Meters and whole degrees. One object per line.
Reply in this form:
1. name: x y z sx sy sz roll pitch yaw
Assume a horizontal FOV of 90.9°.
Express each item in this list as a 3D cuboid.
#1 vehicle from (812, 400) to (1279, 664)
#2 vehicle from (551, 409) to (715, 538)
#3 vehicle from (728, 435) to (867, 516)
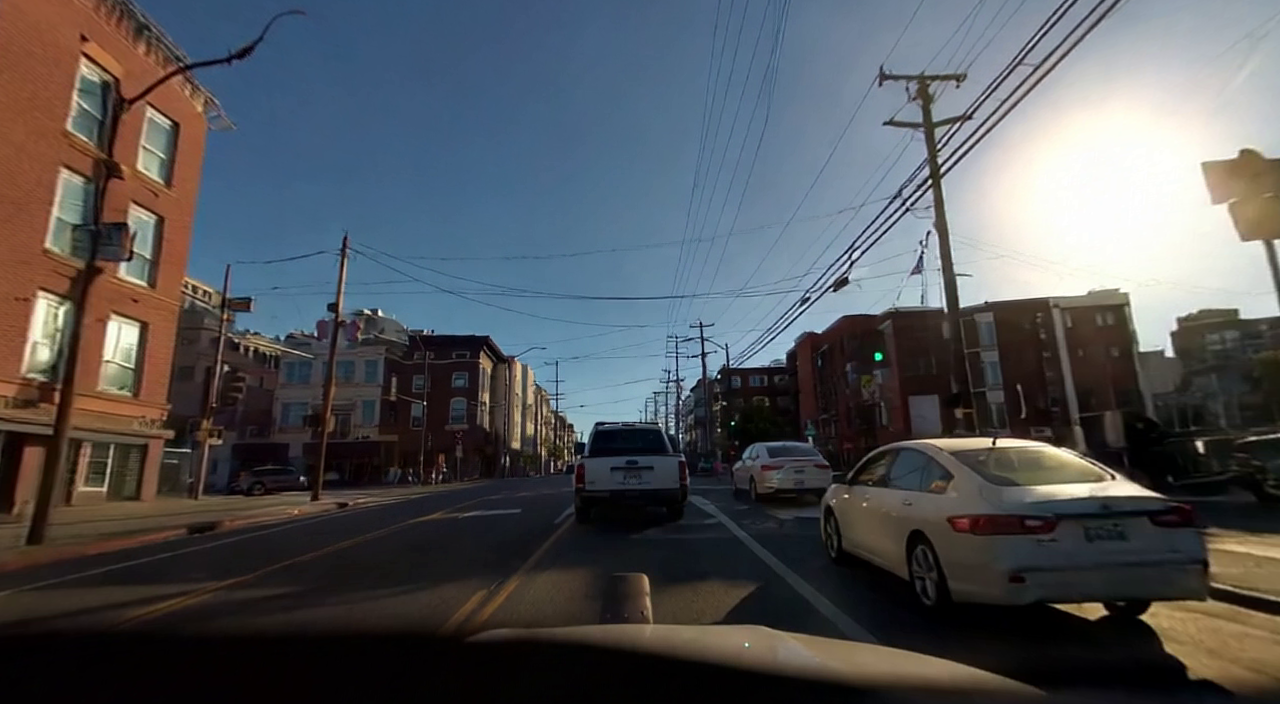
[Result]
1. vehicle: 3.163 1.389 5.914 1.906 1.578 4.020 0 -8 -1
2. vehicle: -0.140 1.958 10.696 2.232 1.736 4.036 0 -8 -1
3. vehicle: 3.190 2.584 13.715 1.970 1.452 4.227 0 -8 1
